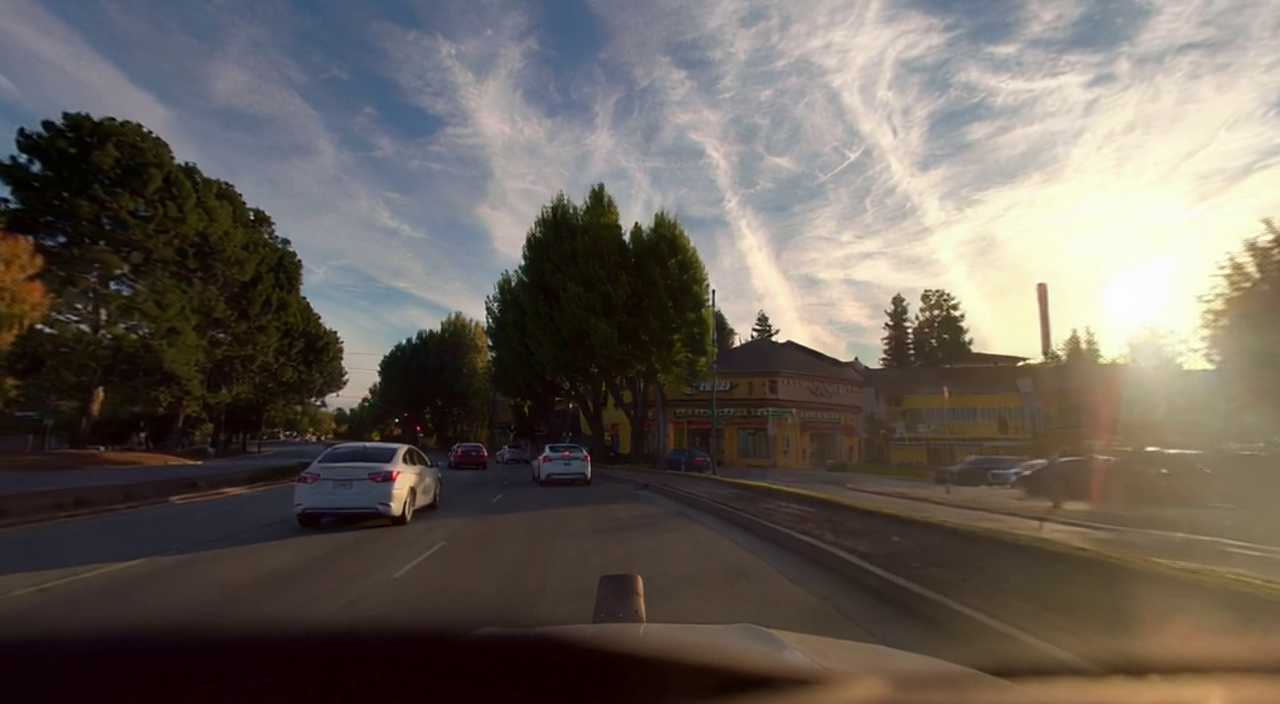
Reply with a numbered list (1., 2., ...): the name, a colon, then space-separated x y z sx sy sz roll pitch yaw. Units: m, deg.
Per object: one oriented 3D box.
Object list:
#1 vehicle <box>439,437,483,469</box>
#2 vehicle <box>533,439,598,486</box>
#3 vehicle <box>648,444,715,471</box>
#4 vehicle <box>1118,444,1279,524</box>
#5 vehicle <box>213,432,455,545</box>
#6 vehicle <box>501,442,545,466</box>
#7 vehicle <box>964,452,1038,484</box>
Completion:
1. vehicle: -9.489 5.283 33.118 2.042 1.593 3.956 3 -9 -17
2. vehicle: -2.769 3.883 22.544 2.001 1.483 4.442 2 -8 -11
3. vehicle: 2.765 7.216 43.361 2.095 1.697 4.801 6 -10 -34
4. vehicle: 13.936 2.922 14.238 4.442 1.646 2.106 0 -8 2
5. vehicle: -4.788 2.172 10.881 2.105 1.477 4.857 1 -8 -5
6. vehicle: -7.362 6.331 39.236 1.920 1.416 4.310 3 -9 -20
7. vehicle: 20.904 6.636 36.359 4.486 1.658 2.031 6 -10 -37
